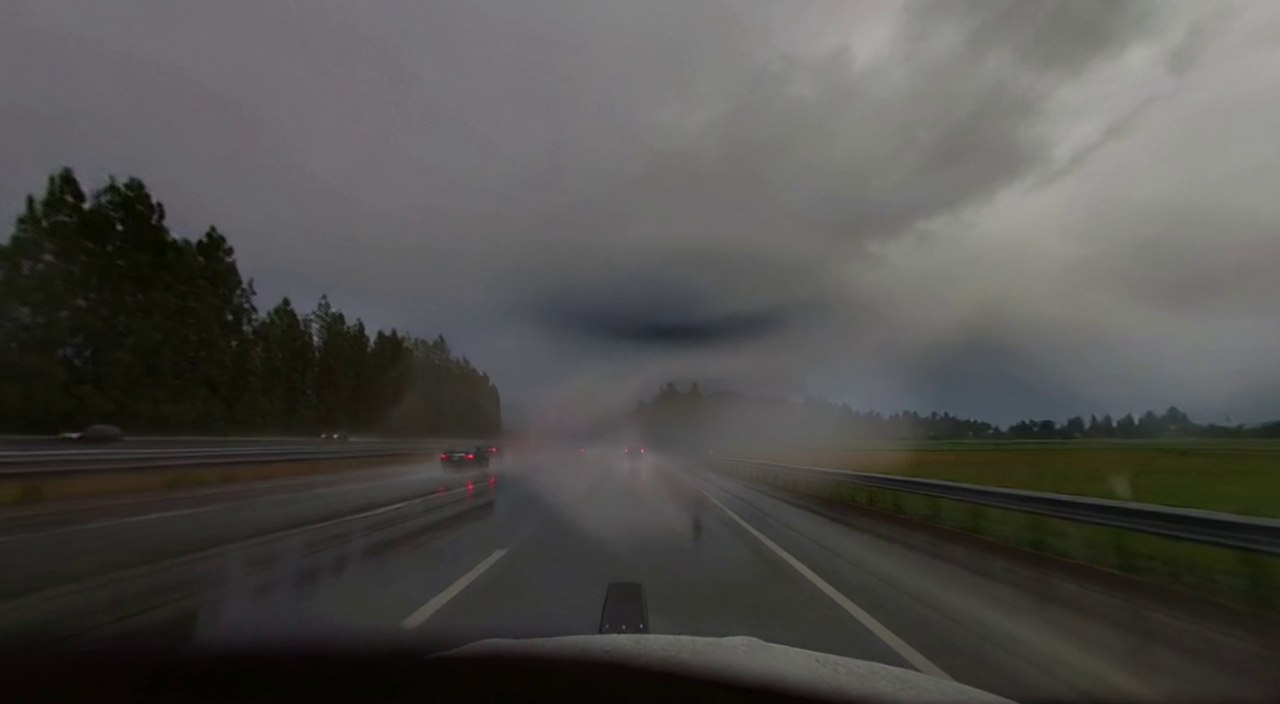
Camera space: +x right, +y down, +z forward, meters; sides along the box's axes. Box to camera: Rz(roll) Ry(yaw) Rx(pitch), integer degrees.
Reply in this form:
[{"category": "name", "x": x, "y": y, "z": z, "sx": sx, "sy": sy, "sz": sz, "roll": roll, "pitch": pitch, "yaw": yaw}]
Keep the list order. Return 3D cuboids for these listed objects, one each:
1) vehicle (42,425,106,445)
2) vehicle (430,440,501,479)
[{"category": "vehicle", "x": -42.444, "y": 6.255, "z": 47.368, "sx": 1.565, "sy": 1.397, "sz": 3.499, "roll": 0, "pitch": -8, "yaw": 0}, {"category": "vehicle", "x": -7.624, "y": 4.719, "z": 27.949, "sx": 1.972, "sy": 1.603, "sz": 3.891, "roll": 0, "pitch": -8, "yaw": 0}]
